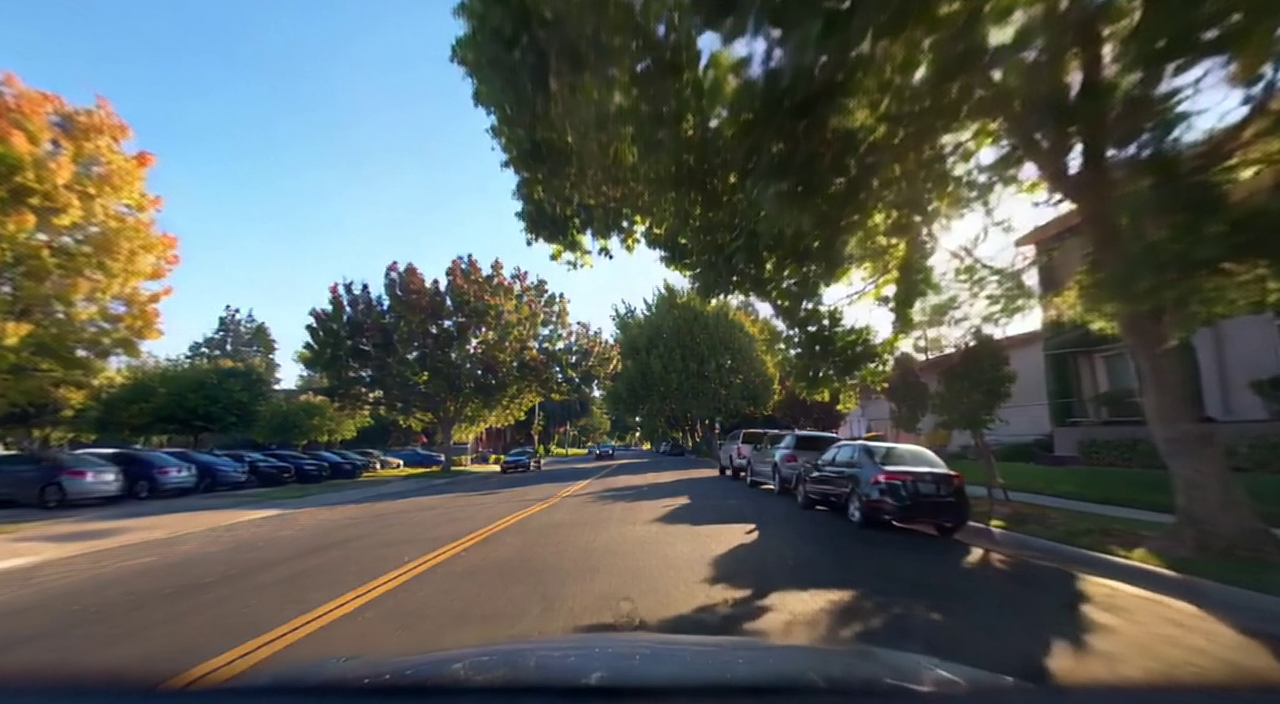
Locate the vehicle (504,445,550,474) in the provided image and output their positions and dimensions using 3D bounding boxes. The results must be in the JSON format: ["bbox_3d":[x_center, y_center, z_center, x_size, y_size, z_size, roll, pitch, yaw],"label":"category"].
[{"bbox_3d":[-6.627,6.303,37.370,1.928,1.537,4.439,-2,-8,-1],"label":"vehicle"}]

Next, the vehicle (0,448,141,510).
[{"bbox_3d":[-15.778,3.291,16.709,4.181,1.467,1.851,-3,-9,16],"label":"vehicle"}]

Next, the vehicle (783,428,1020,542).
[{"bbox_3d":[4.202,2.219,11.353,1.952,1.538,5.215,0,-8,-1],"label":"vehicle"}]
